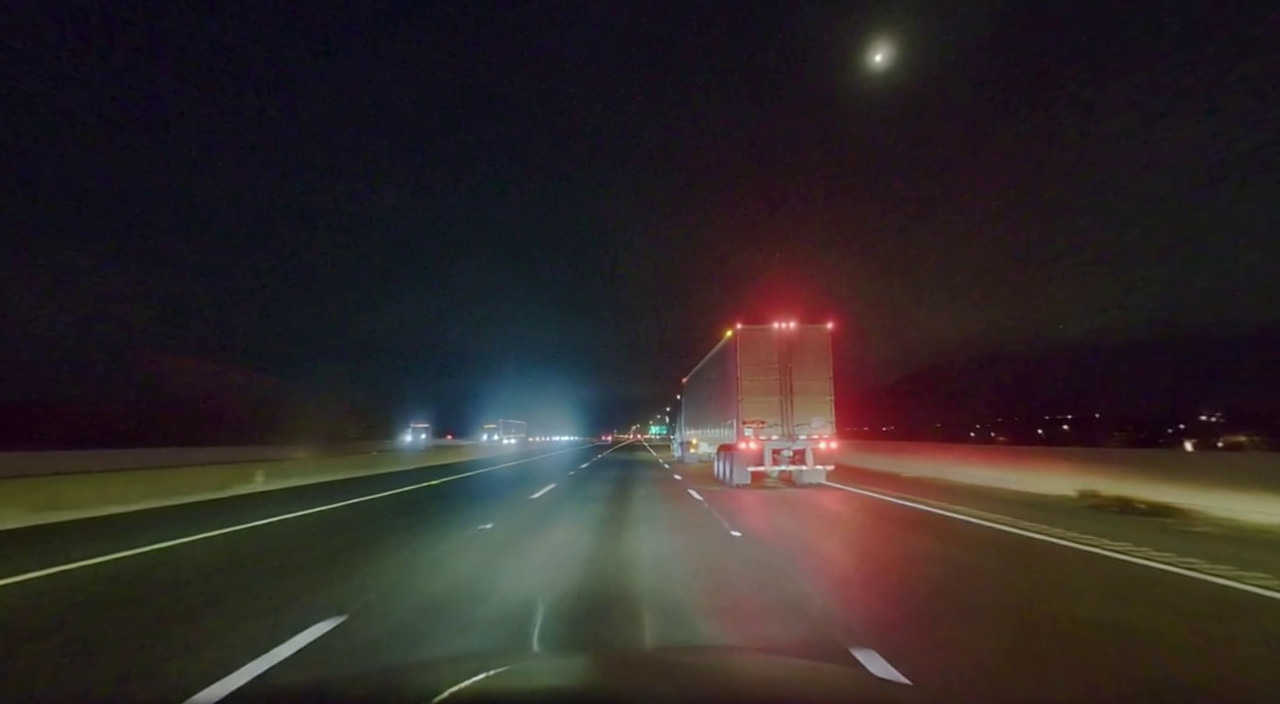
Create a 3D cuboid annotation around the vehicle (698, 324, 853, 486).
[{"bbox_3d":[3.716,1.853,19.802,2.859,3.981,8.596,0,-8,0],"label":"vehicle"}]
